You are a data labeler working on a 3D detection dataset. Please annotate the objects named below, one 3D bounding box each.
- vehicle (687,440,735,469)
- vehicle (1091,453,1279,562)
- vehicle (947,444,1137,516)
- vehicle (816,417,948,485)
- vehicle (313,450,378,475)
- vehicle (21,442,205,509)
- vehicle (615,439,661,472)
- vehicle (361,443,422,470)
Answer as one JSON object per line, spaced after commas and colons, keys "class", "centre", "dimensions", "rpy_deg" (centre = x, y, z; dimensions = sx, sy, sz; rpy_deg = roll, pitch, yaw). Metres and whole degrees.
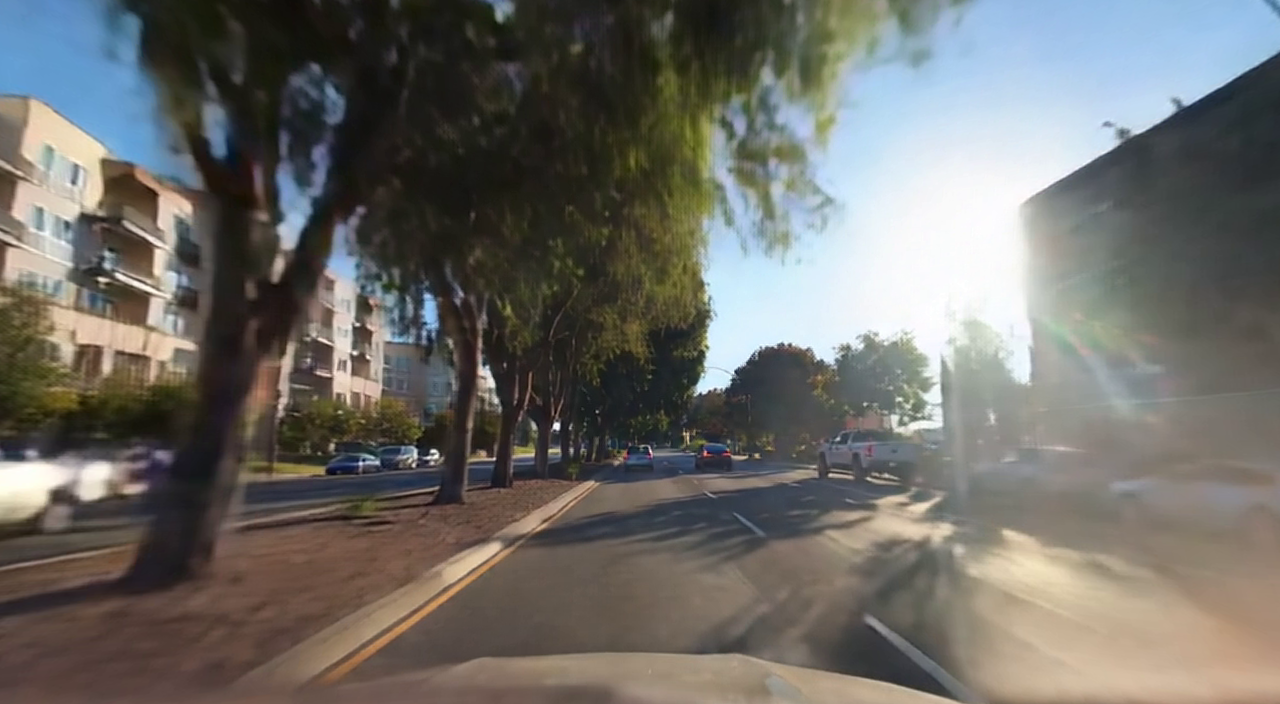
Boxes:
{"class": "vehicle", "centre": [3.775, 5.514, 34.196], "dimensions": [1.993, 1.477, 4.240], "rpy_deg": [0, -8, -1]}
{"class": "vehicle", "centre": [10.272, 2.493, 10.615], "dimensions": [1.898, 1.502, 4.788], "rpy_deg": [-1, -8, 1]}
{"class": "vehicle", "centre": [10.599, 3.362, 17.234], "dimensions": [2.129, 1.645, 4.625], "rpy_deg": [0, -8, 0]}
{"class": "vehicle", "centre": [10.562, 4.438, 28.635], "dimensions": [3.082, 2.655, 7.381], "rpy_deg": [-1, -8, 1]}
{"class": "vehicle", "centre": [-18.942, 7.108, 40.862], "dimensions": [1.874, 1.483, 4.742], "rpy_deg": [-1, -8, 1]}
{"class": "vehicle", "centre": [-19.139, 4.415, 23.409], "dimensions": [2.240, 2.112, 5.268], "rpy_deg": [0, -8, 0]}
{"class": "vehicle", "centre": [-0.122, 5.039, 30.945], "dimensions": [2.101, 1.444, 4.248], "rpy_deg": [0, -8, 0]}
{"class": "vehicle", "centre": [-18.729, 7.875, 47.921], "dimensions": [2.241, 1.891, 5.637], "rpy_deg": [-1, -8, 1]}
